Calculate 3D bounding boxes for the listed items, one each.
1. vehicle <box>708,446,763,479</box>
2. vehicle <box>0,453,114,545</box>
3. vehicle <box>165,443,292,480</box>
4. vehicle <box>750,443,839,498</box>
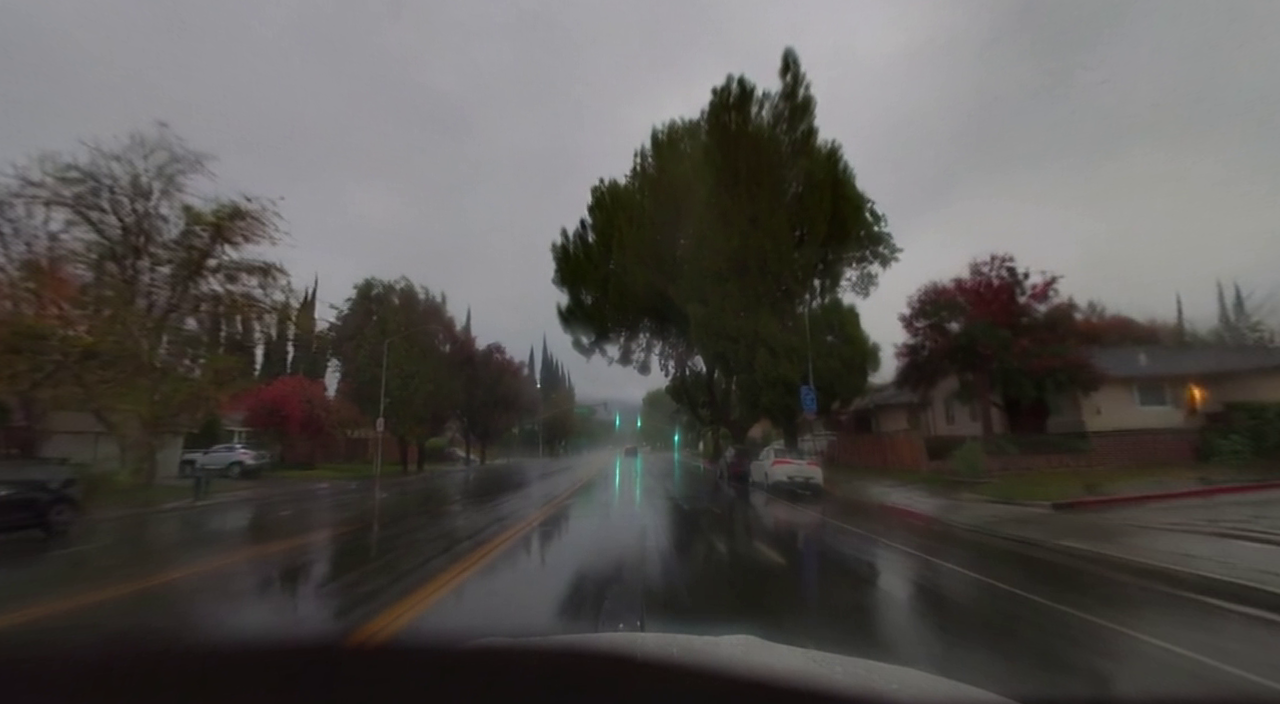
[{"bbox_3d":[4.650,5.433,31.391,2.065,1.463,4.814,0,-8,1],"label":"vehicle"},{"bbox_3d":[-12.293,2.718,11.436,1.939,1.537,4.197,-3,-7,0],"label":"vehicle"},{"bbox_3d":[-20.993,5.593,32.417,4.931,1.801,2.142,0,-9,-1],"label":"vehicle"},{"bbox_3d":[4.750,3.673,19.938,1.875,1.540,3.402,0,-8,-1],"label":"vehicle"}]
